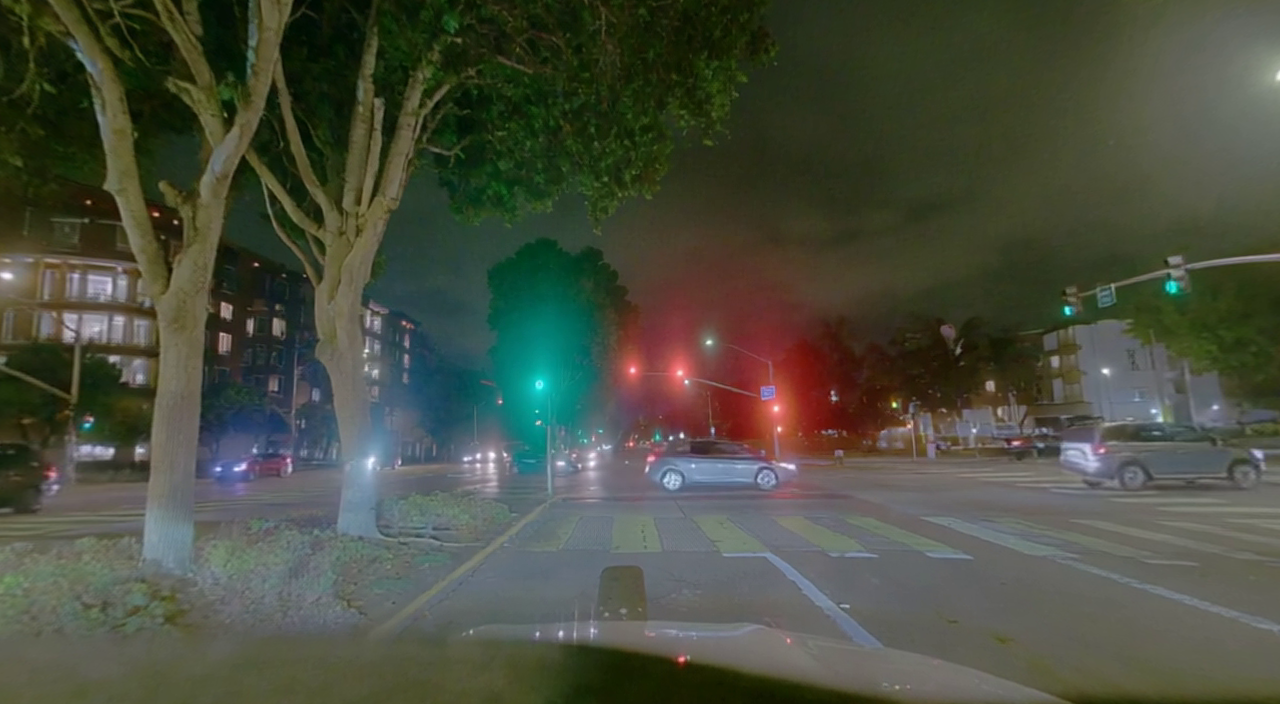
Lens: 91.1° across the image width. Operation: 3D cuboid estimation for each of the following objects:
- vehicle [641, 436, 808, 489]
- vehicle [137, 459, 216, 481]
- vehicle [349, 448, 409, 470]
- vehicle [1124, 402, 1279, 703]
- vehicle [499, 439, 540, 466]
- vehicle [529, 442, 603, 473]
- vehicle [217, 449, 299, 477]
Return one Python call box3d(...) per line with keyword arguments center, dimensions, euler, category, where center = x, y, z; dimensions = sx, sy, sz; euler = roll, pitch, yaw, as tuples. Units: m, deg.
box3d(center=(2.582, 3.372, 19.456), dimensions=(4.719, 1.449, 2.026), euler=(-4, -9, 27), category="vehicle")
box3d(center=(-31.095, 7.900, 42.187), dimensions=(1.648, 1.330, 3.857), euler=(-4, -10, 28), category="vehicle")
box3d(center=(-18.446, 7.555, 44.564), dimensions=(2.203, 1.471, 4.723), euler=(0, -8, 0), category="vehicle")
box3d(center=(3.097, 0.656, 0.422), dimensions=(1.990, 1.454, 4.490), euler=(0, -8, 1), category="vehicle")
box3d(center=(-8.462, 7.100, 44.562), dimensions=(2.276, 1.842, 4.958), euler=(1, -8, -4), category="vehicle")
box3d(center=(-4.128, 5.722, 34.317), dimensions=(2.006, 1.515, 5.017), euler=(5, -10, -31), category="vehicle")
box3d(center=(-21.730, 6.325, 35.951), dimensions=(1.853, 1.456, 4.531), euler=(0, -8, 0), category="vehicle")
